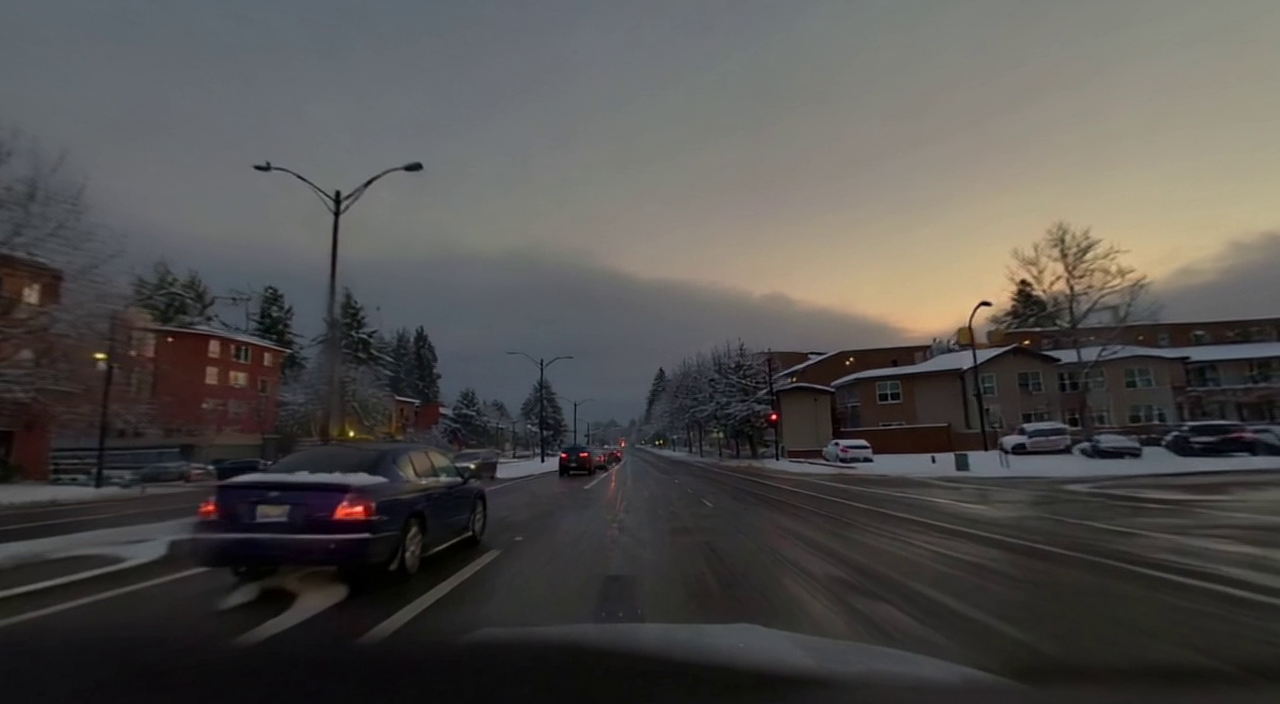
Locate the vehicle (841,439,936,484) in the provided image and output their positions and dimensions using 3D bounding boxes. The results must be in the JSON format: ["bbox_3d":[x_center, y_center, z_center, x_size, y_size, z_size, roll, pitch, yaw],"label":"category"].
[{"bbox_3d":[9.999,4.434,25.819,1.992,1.664,4.246,0,-9,-2],"label":"vehicle"}]

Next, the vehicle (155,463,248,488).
[{"bbox_3d":[-27.810,7.813,40.120,4.658,1.478,1.968,-1,-9,7],"label":"vehicle"}]

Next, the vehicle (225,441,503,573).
[{"bbox_3d":[-3.583,2.076,9.359,2.144,1.447,4.421,0,-9,0],"label":"vehicle"}]

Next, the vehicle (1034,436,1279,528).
[{"bbox_3d":[10.530,2.545,12.992,1.853,1.548,4.340,0,-9,-3],"label":"vehicle"}]

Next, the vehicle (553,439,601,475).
[{"bbox_3d":[-3.581,6.063,36.692,2.220,1.888,4.904,0,-9,1],"label":"vehicle"}]

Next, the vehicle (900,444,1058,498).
[{"bbox_3d":[10.047,3.545,19.312,2.045,1.418,4.869,0,-9,-1],"label":"vehicle"}]
